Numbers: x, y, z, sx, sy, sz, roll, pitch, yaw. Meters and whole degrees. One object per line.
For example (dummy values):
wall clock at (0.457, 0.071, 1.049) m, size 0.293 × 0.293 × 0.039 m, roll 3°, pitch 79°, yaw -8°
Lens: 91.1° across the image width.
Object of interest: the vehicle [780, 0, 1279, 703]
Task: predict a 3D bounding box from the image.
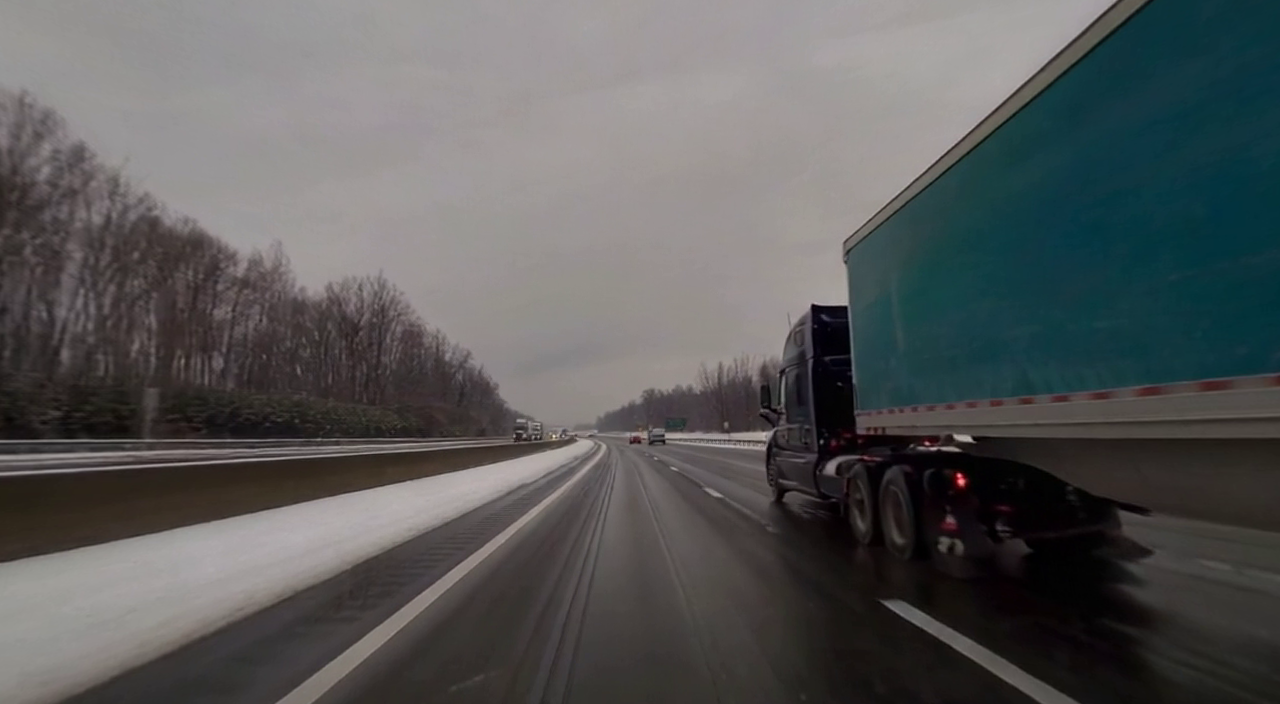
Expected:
vehicle at (3.757, -0.363, 3.034) m, size 2.926 × 4.008 × 14.104 m, roll 0°, pitch -8°, yaw 0°
